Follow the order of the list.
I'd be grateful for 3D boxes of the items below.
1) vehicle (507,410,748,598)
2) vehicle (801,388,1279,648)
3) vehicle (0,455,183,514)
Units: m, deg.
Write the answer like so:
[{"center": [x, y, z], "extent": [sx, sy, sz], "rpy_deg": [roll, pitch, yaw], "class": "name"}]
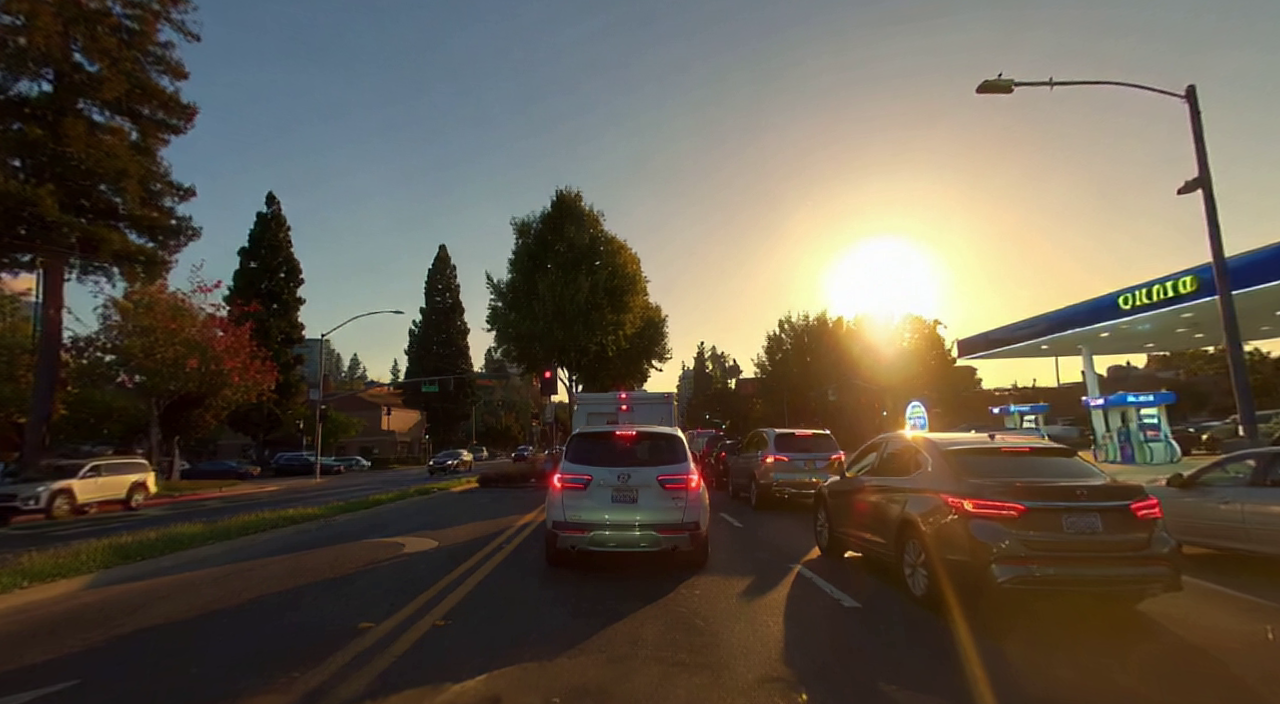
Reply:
[{"center": [-0.150, 1.612, 7.463], "extent": [2.106, 1.613, 3.697], "rpy_deg": [0, -9, -1], "class": "vehicle"}, {"center": [3.360, 1.420, 6.472], "extent": [2.056, 1.700, 4.399], "rpy_deg": [0, -9, -3], "class": "vehicle"}, {"center": [-17.946, 4.296, 21.007], "extent": [2.137, 1.635, 4.457], "rpy_deg": [0, -9, 0], "class": "vehicle"}]
